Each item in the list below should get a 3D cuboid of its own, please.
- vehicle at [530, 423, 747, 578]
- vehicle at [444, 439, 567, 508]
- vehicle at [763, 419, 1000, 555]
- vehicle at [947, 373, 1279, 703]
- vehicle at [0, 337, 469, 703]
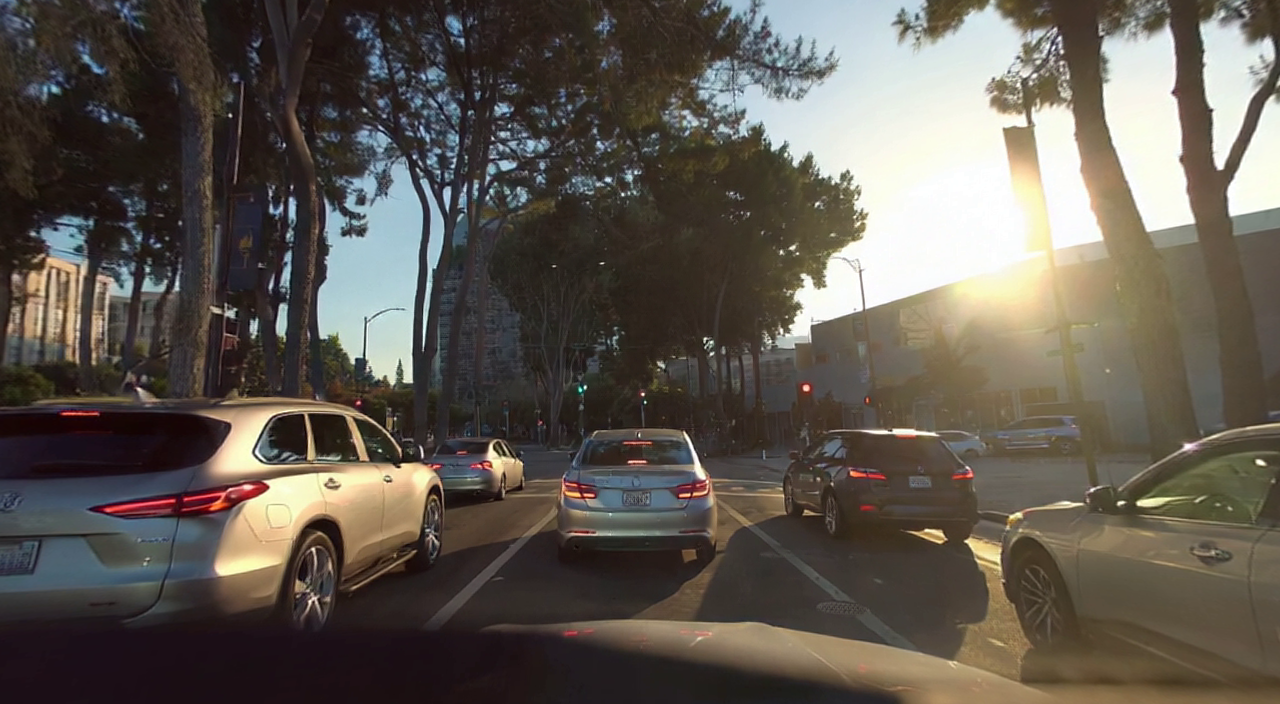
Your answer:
[{"bbox_3d":[-0.036,1.775,8.319,2.147,1.507,3.953,0,-8,-1],"label":"vehicle"},{"bbox_3d":[-3.063,2.858,15.309,1.975,1.420,4.196,0,-8,1],"label":"vehicle"},{"bbox_3d":[3.401,1.990,10.009,2.040,1.647,4.379,0,-8,1],"label":"vehicle"},{"bbox_3d":[3.317,0.948,2.824,1.899,1.588,3.888,0,-8,0],"label":"vehicle"},{"bbox_3d":[-3.147,1.145,5.044,2.168,1.750,4.625,-1,-8,1],"label":"vehicle"}]
